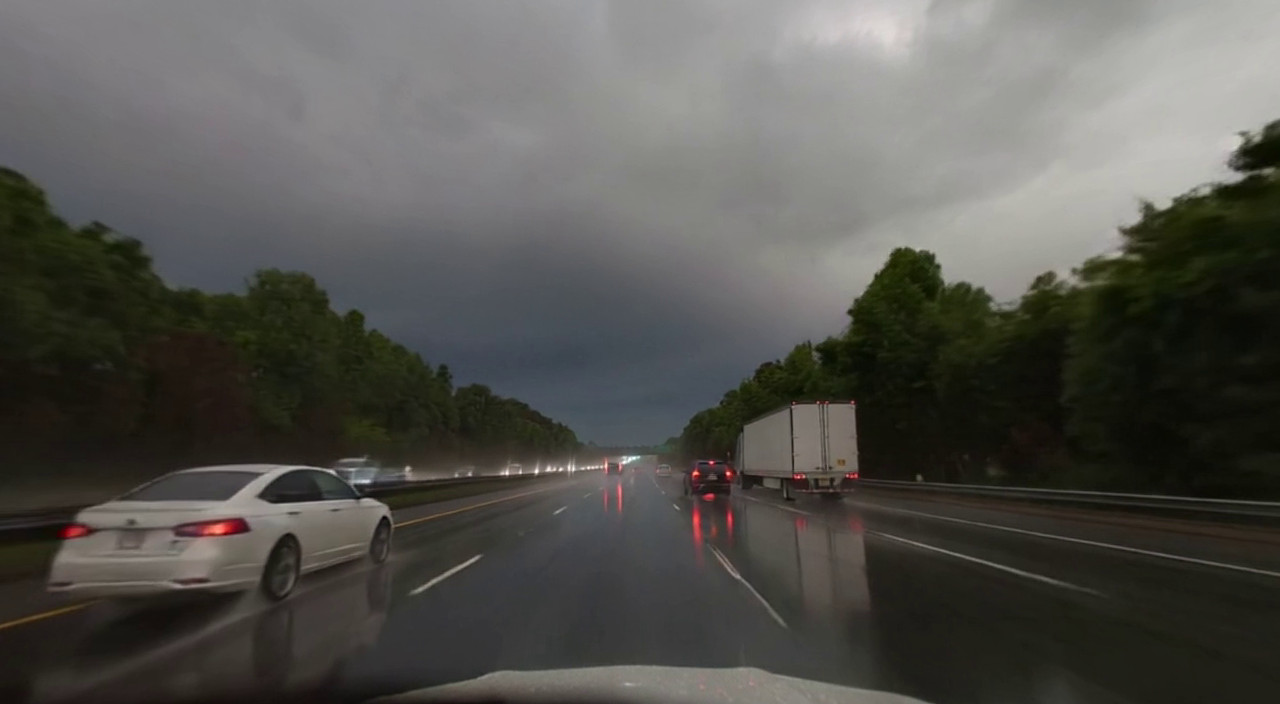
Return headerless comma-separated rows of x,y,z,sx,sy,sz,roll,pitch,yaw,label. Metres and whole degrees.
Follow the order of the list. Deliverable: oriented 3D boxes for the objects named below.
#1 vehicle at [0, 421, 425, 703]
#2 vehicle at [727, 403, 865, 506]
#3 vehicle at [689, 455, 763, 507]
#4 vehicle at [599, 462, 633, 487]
-3.794,1.522,5.588,2.065,1.485,4.682,1,-10,0,vehicle
7.503,5.690,34.092,2.861,4.086,17.499,1,-10,-1,vehicle
3.115,4.792,23.645,2.050,1.708,4.457,1,-10,-1,vehicle
-1.527,8.123,41.817,2.025,1.547,4.150,1,-10,0,vehicle
